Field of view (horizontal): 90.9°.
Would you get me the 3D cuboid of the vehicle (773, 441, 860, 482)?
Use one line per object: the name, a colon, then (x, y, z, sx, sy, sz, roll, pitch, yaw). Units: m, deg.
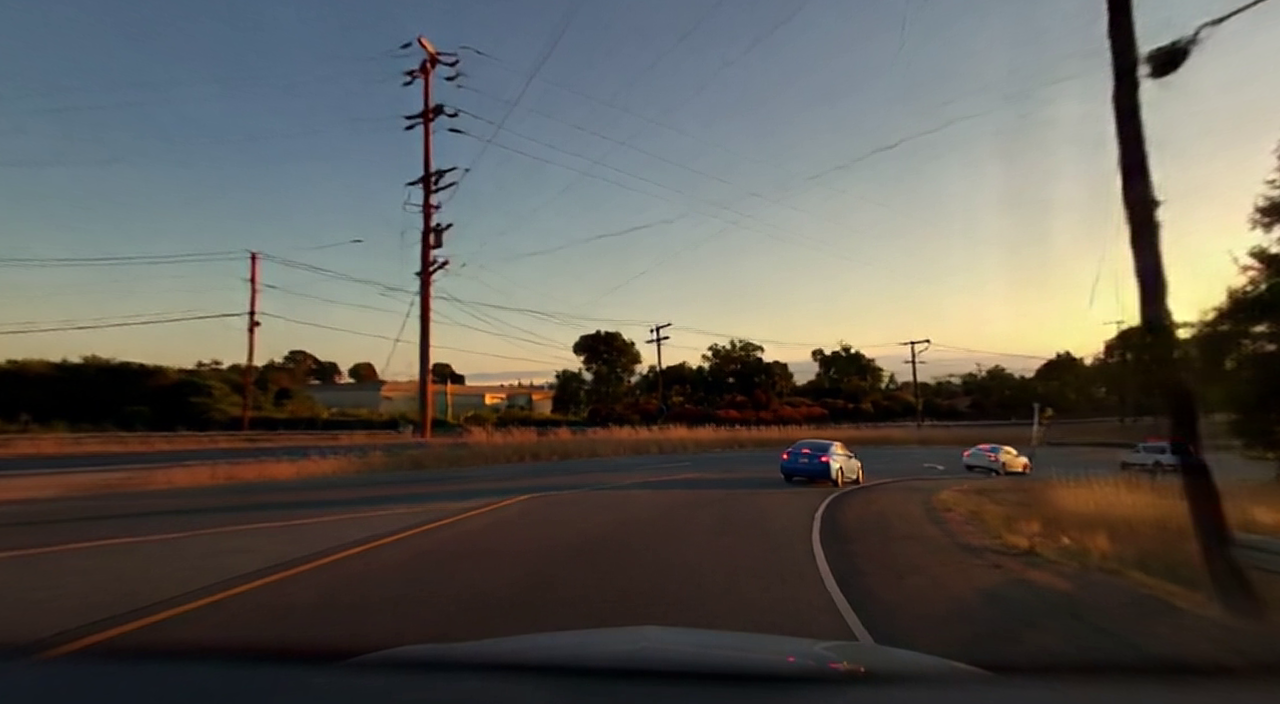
vehicle: (6.776, 4.090, 23.915, 2.026, 1.407, 4.374, -5, -10, 31)

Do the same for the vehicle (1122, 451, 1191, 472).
vehicle: (39.154, 8.285, 47.843, 4.102, 1.552, 1.931, 2, -9, -15)

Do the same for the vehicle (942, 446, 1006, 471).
vehicle: (21.200, 6.693, 39.953, 4.307, 1.465, 1.836, 6, -10, -36)
